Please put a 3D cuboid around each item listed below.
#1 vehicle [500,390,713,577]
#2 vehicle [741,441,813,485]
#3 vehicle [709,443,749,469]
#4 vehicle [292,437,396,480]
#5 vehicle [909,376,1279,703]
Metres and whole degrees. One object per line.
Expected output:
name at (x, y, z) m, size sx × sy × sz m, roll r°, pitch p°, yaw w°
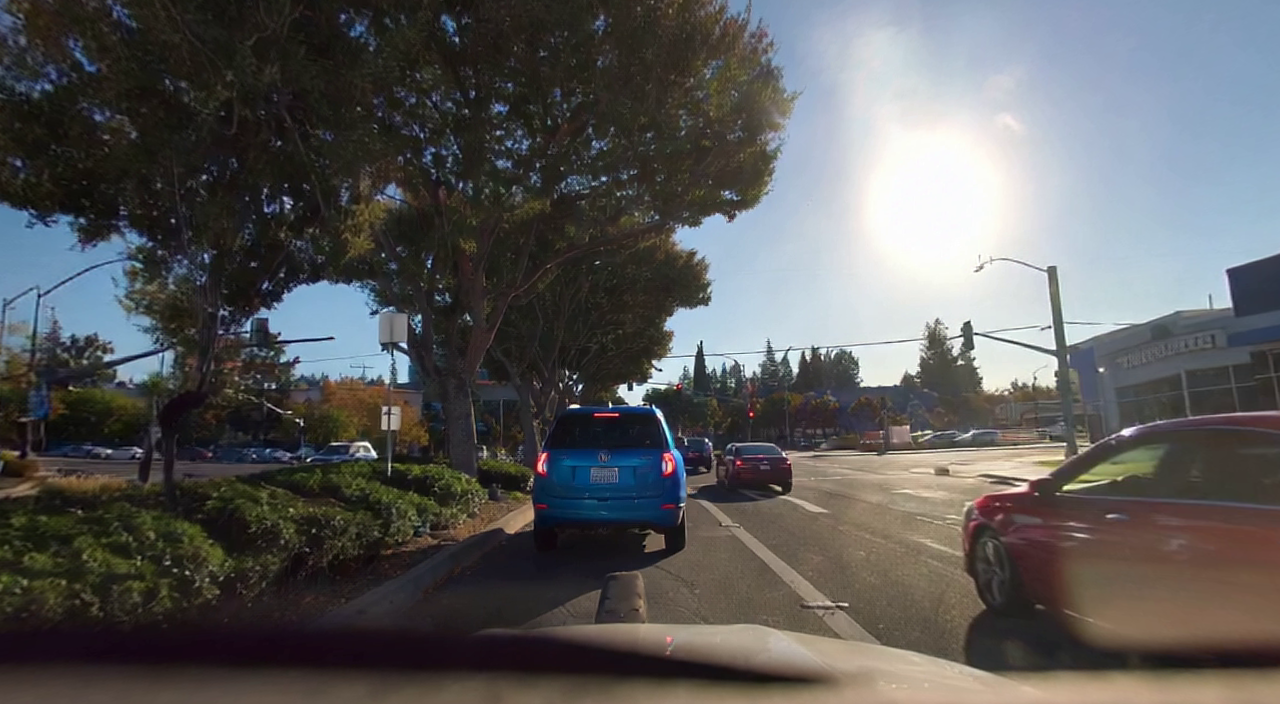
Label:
vehicle at (-0.301, 1.646, 8.661) m, size 2.096 × 1.837 × 4.687 m, roll 0°, pitch -9°, yaw 1°
vehicle at (5.082, 4.166, 24.014) m, size 1.883 × 1.496 × 4.236 m, roll 0°, pitch -9°, yaw 1°
vehicle at (5.380, 6.329, 38.685) m, size 1.923 × 1.498 × 4.326 m, roll 0°, pitch -9°, yaw 2°
vehicle at (-12.702, 4.598, 27.520) m, size 2.108 × 1.683 × 4.861 m, roll 0°, pitch -9°, yaw 0°
vehicle at (3.495, 1.024, 3.357) m, size 2.098 × 1.555 × 4.778 m, roll 0°, pitch -9°, yaw 1°
